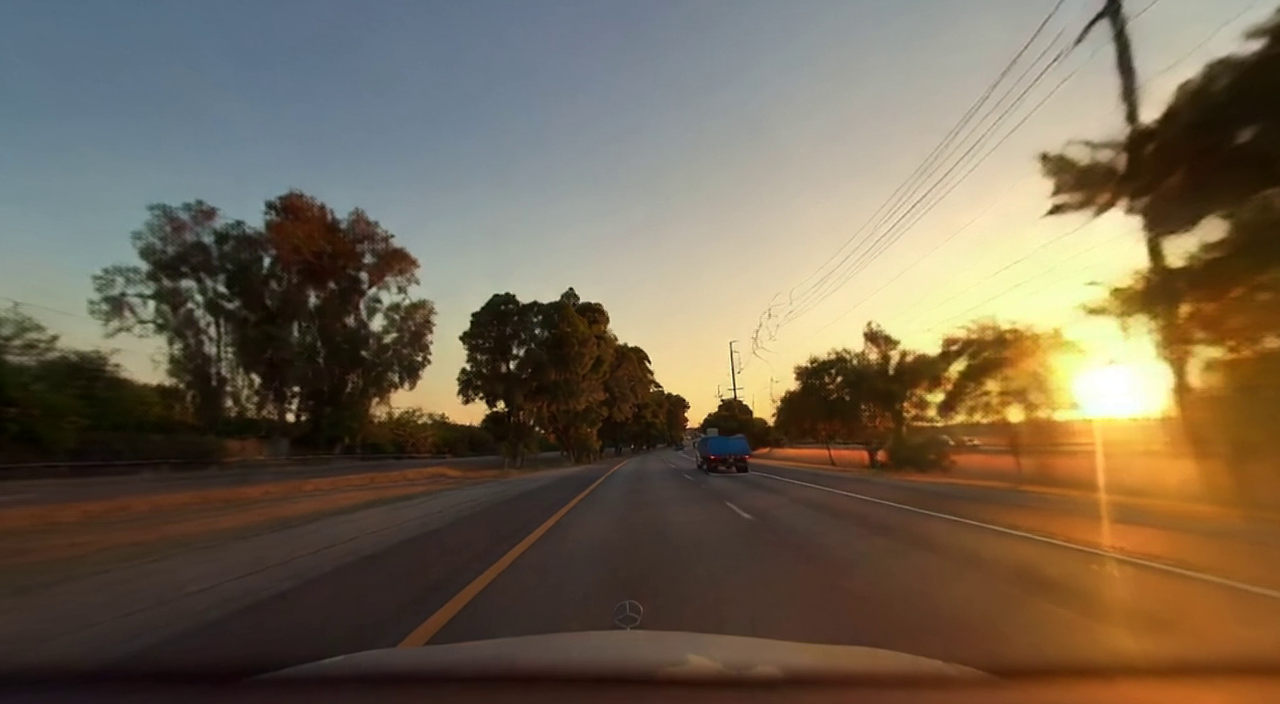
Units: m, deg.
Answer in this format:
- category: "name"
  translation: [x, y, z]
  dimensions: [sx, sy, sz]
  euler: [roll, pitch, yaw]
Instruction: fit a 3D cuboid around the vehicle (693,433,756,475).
- category: "vehicle"
  translation: [3.953, 4.909, 30.397]
  dimensions: [2.228, 1.852, 5.449]
  euler: [0, -8, -1]
